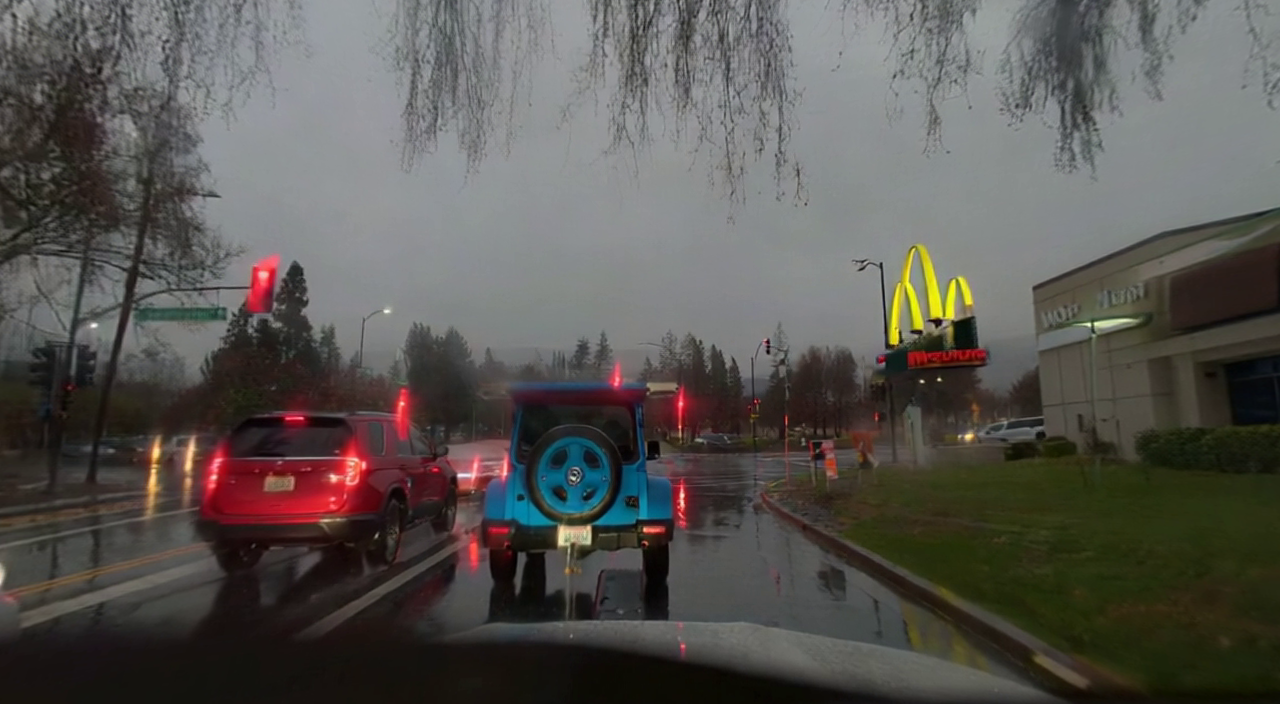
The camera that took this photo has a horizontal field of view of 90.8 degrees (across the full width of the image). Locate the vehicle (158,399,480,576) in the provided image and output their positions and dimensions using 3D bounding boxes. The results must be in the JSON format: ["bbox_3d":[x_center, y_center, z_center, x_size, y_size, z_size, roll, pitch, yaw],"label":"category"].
[{"bbox_3d":[-3.909,1.739,8.870,2.130,1.819,4.497,0,-8,0],"label":"vehicle"}]

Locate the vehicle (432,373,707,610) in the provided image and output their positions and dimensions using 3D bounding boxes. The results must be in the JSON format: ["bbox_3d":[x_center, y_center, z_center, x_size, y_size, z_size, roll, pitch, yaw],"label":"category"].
[{"bbox_3d":[-0.616,1.479,7.557,2.224,1.923,4.643,0,-8,-1],"label":"vehicle"}]

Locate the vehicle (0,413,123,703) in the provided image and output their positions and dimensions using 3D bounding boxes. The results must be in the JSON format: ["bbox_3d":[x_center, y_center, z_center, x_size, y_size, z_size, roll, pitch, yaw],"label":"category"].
[{"bbox_3d":[-3.888,0.778,1.234,1.941,1.479,4.541,0,-8,-1],"label":"vehicle"}]
